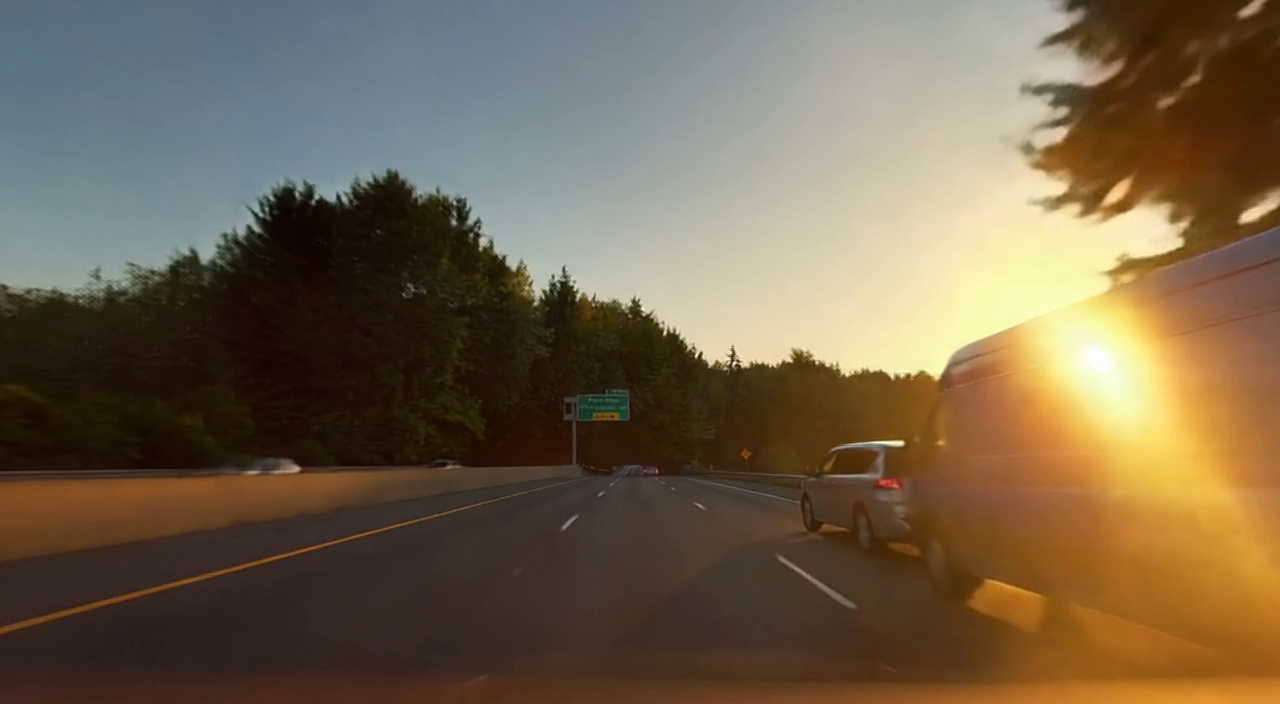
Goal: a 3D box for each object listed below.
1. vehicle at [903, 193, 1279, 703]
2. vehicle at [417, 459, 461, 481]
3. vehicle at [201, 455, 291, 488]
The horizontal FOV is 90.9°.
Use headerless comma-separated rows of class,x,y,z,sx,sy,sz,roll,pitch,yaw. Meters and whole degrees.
vehicle,4.511,0.780,3.998,2.737,2.711,6.687,1,-11,0
vehicle,-14.915,8.783,46.982,1.915,1.493,3.984,1,-11,0
vehicle,-19.243,5.875,30.981,1.756,1.446,4.027,1,-11,0
